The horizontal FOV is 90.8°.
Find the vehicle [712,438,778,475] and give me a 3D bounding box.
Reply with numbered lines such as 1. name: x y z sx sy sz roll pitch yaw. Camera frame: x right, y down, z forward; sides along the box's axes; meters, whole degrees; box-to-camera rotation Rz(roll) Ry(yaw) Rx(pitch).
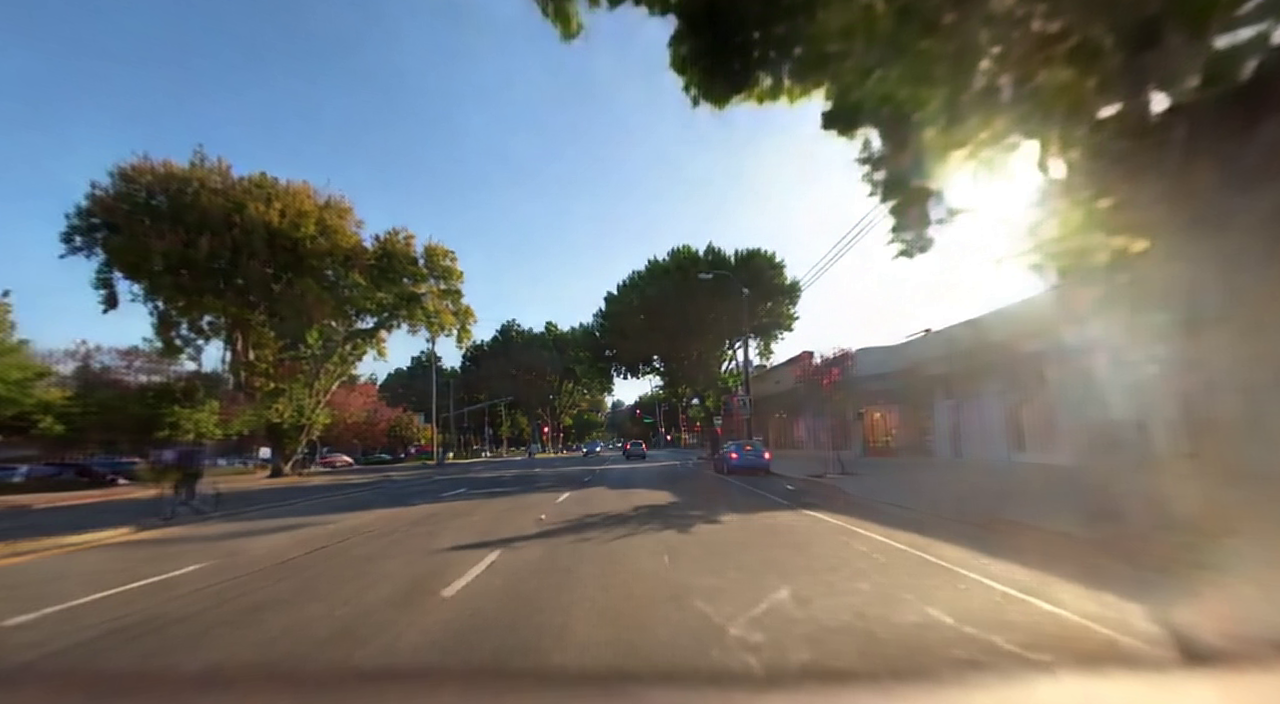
1. vehicle: 4.457 4.507 27.467 1.942 1.469 4.049 0 -9 -3
